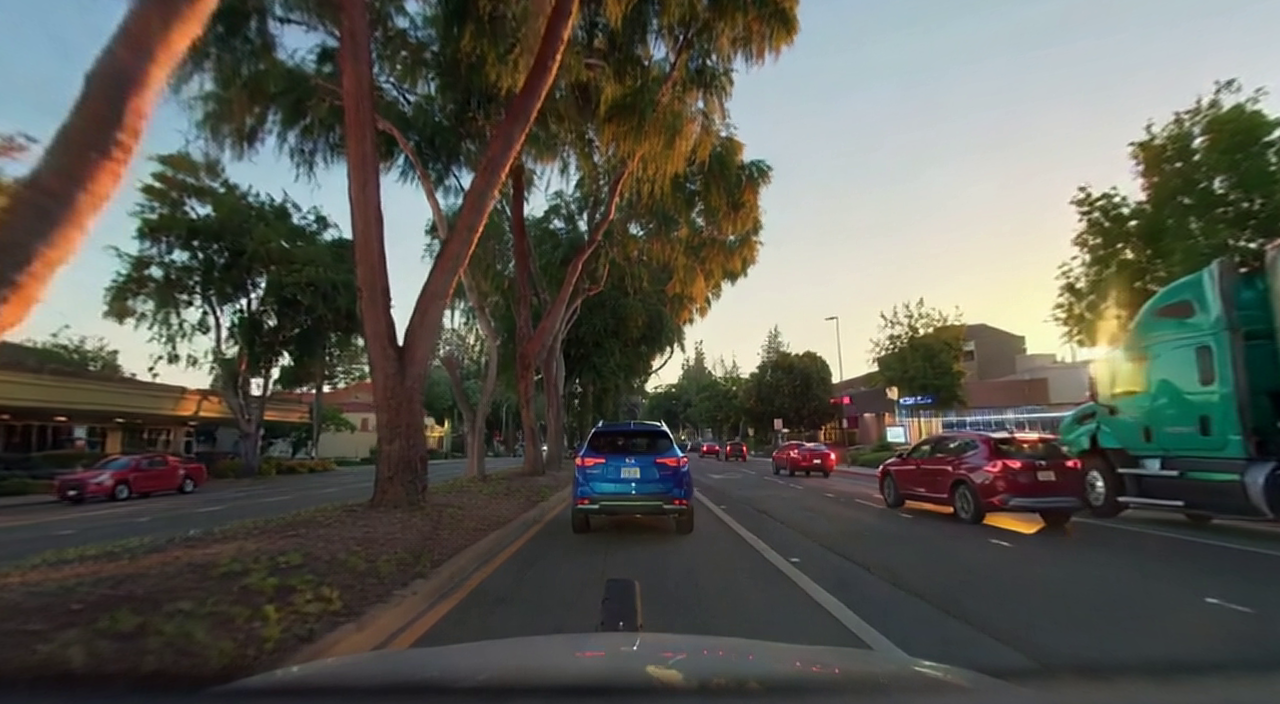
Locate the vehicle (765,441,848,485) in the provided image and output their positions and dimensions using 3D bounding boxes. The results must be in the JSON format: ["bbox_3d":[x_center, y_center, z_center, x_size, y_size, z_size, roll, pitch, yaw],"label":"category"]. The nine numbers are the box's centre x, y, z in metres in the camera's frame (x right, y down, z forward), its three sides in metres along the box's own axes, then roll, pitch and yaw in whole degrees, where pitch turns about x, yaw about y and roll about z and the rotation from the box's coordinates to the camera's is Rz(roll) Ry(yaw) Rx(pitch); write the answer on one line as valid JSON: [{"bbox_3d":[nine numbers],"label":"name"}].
[{"bbox_3d":[6.413,4.305,24.888,2.035,1.553,4.465,0,-9,0],"label":"vehicle"}]

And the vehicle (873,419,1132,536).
[{"bbox_3d":[6.181,2.185,11.597,2.056,1.703,4.428,0,-9,-1],"label":"vehicle"}]

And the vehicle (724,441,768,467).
[{"bbox_3d":[6.534,6.349,39.380,1.914,1.523,4.287,0,-9,-1],"label":"vehicle"}]

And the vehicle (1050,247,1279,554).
[{"bbox_3d":[9.988,0.678,8.637,3.030,4.019,8.420,0,-9,0],"label":"vehicle"}]

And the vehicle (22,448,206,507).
[{"bbox_3d":[-19.292,4.574,23.644,2.302,1.939,5.221,0,-9,1],"label":"vehicle"}]

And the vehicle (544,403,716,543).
[{"bbox_3d":[-0.161,1.958,10.744,2.320,1.880,4.192,0,-9,-1],"label":"vehicle"}]
